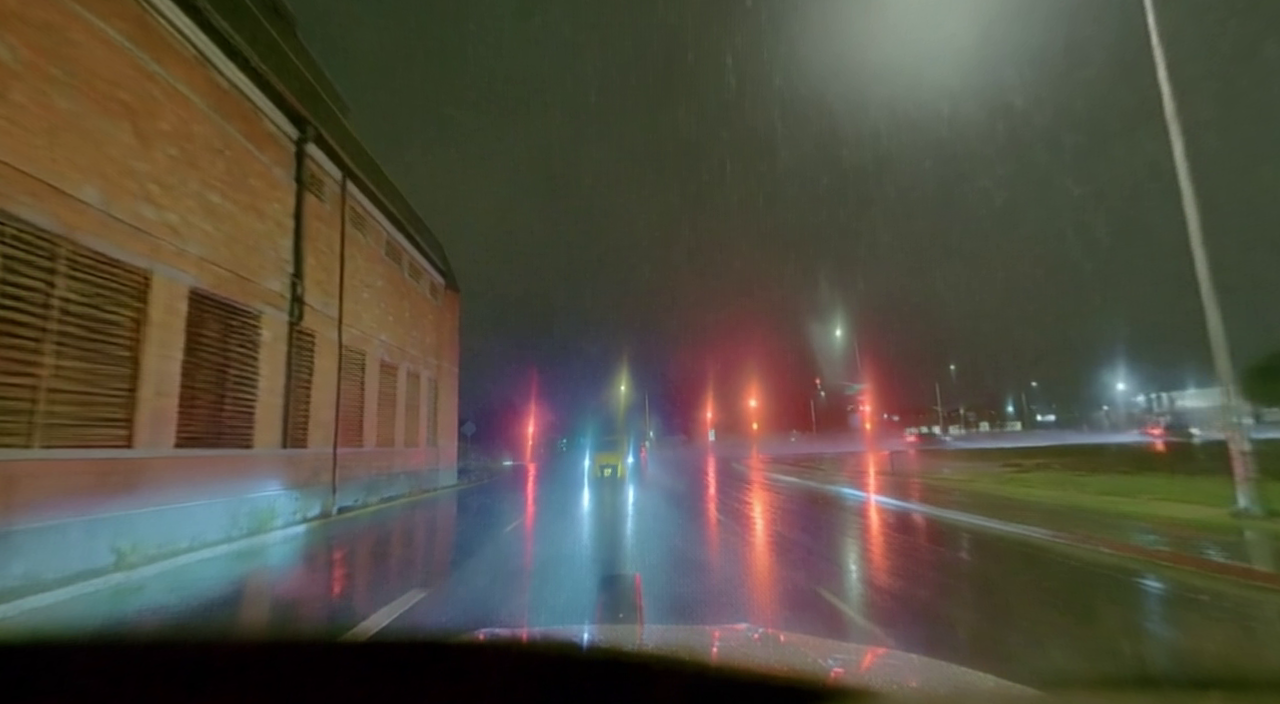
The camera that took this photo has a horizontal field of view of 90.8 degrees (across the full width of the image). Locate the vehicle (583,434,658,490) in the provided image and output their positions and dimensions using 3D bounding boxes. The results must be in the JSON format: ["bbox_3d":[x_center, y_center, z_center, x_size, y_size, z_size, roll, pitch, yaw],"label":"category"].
[{"bbox_3d":[-0.638,3.628,21.164,2.218,1.657,4.551,0,-9,-1],"label":"vehicle"}]
